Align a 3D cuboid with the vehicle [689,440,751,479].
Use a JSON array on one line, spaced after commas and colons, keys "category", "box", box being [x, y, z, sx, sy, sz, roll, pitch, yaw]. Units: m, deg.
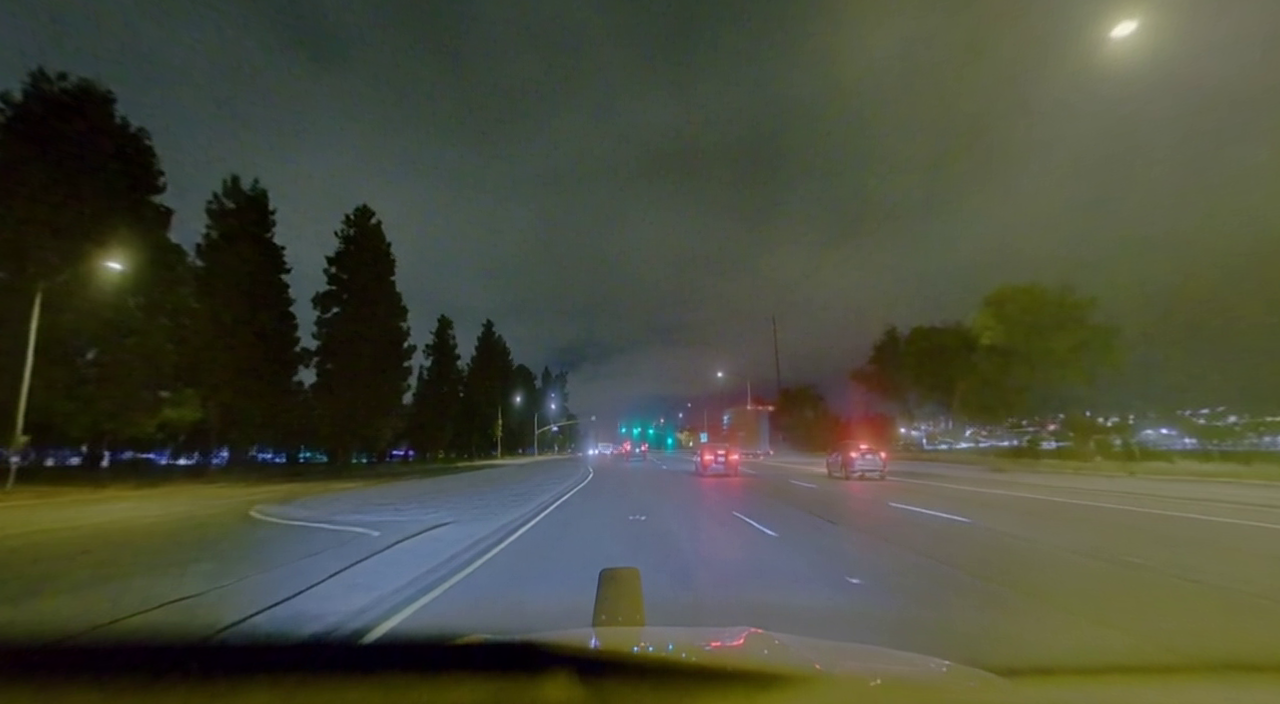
[{"category": "vehicle", "box": [3.317, 4.543, 27.021, 1.948, 1.479, 4.620, 0, -9, -2]}]
